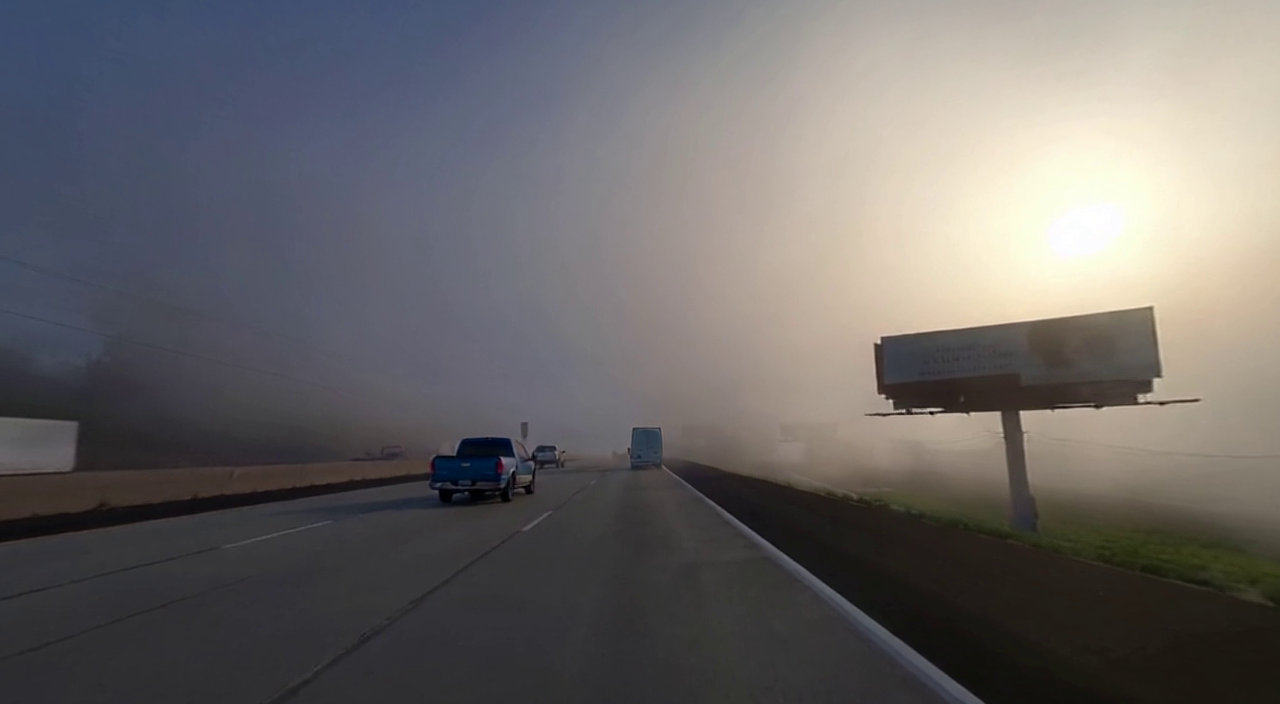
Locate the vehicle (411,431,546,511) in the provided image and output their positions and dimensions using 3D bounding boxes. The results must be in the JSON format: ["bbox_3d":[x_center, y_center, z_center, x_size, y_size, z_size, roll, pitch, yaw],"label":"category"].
[{"bbox_3d":[-3.921,2.972,16.232,2.145,1.730,4.729,0,-9,1],"label":"vehicle"}]

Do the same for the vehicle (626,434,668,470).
[{"bbox_3d":[0.458,6.799,42.799,2.692,2.279,5.695,0,-9,0],"label":"vehicle"}]
